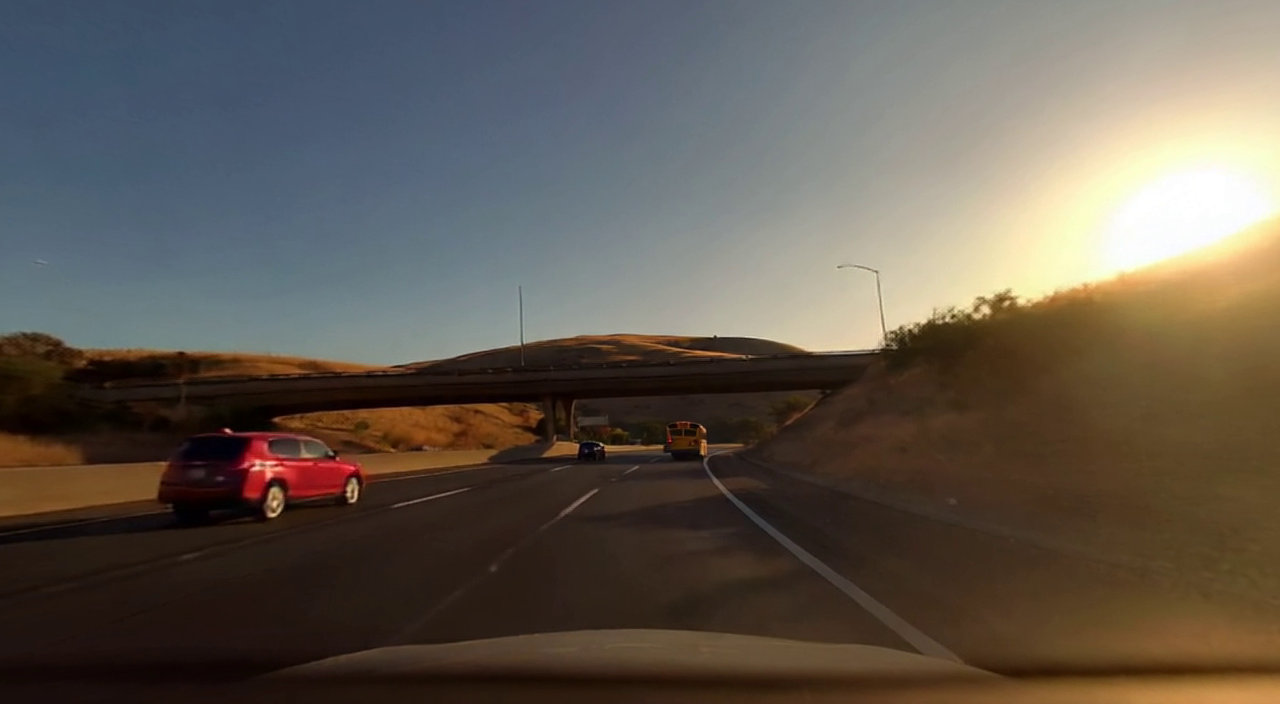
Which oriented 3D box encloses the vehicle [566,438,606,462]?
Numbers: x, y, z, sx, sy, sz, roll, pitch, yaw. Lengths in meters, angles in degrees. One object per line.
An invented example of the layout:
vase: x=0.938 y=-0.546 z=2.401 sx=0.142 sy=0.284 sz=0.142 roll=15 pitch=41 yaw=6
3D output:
vehicle: x=-4.098 y=7.512 z=48.599 sx=2.106 sy=1.704 sz=4.637 roll=-1 pitch=-8 yaw=7

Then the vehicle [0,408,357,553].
vehicle: x=-6.642 y=1.845 z=9.786 sx=2.172 sy=1.689 sz=4.625 roll=0 pitch=-8 yaw=2
